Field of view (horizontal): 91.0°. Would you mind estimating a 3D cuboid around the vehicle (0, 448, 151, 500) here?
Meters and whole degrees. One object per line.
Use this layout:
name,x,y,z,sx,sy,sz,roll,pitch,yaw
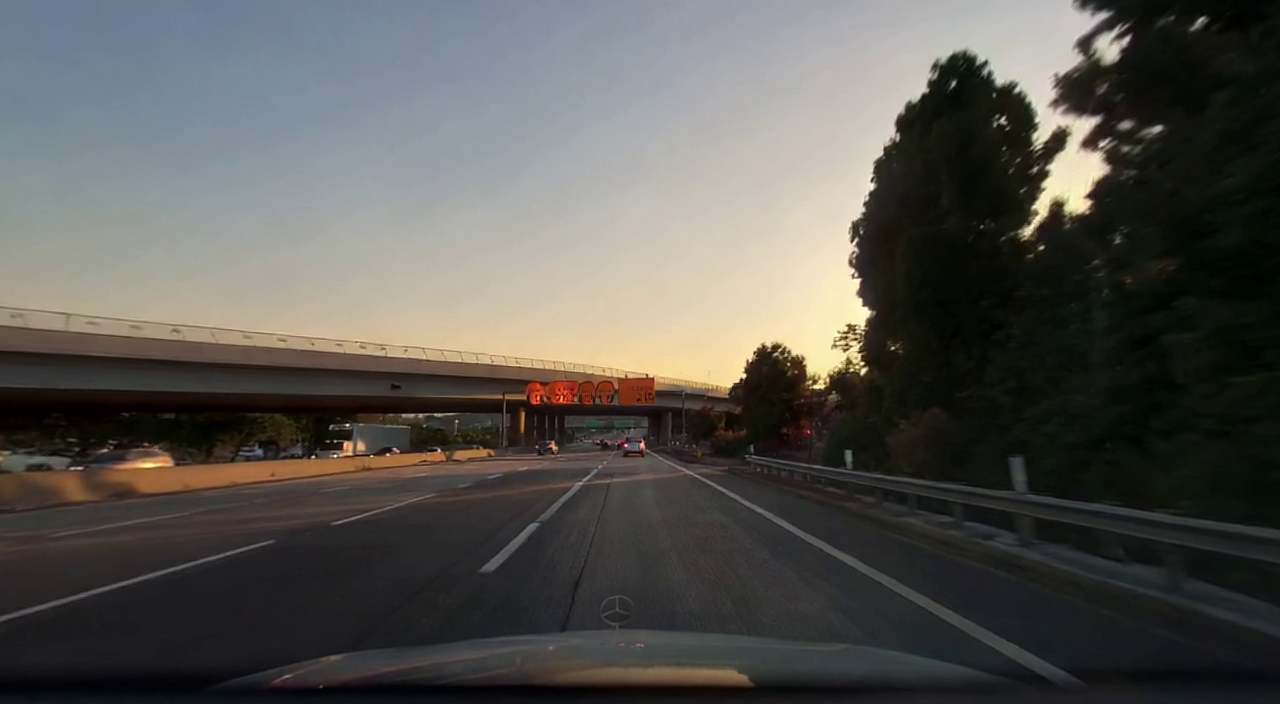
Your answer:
vehicle,-22.432,4.756,25.074,2.111,1.806,4.729,0,-8,-1
